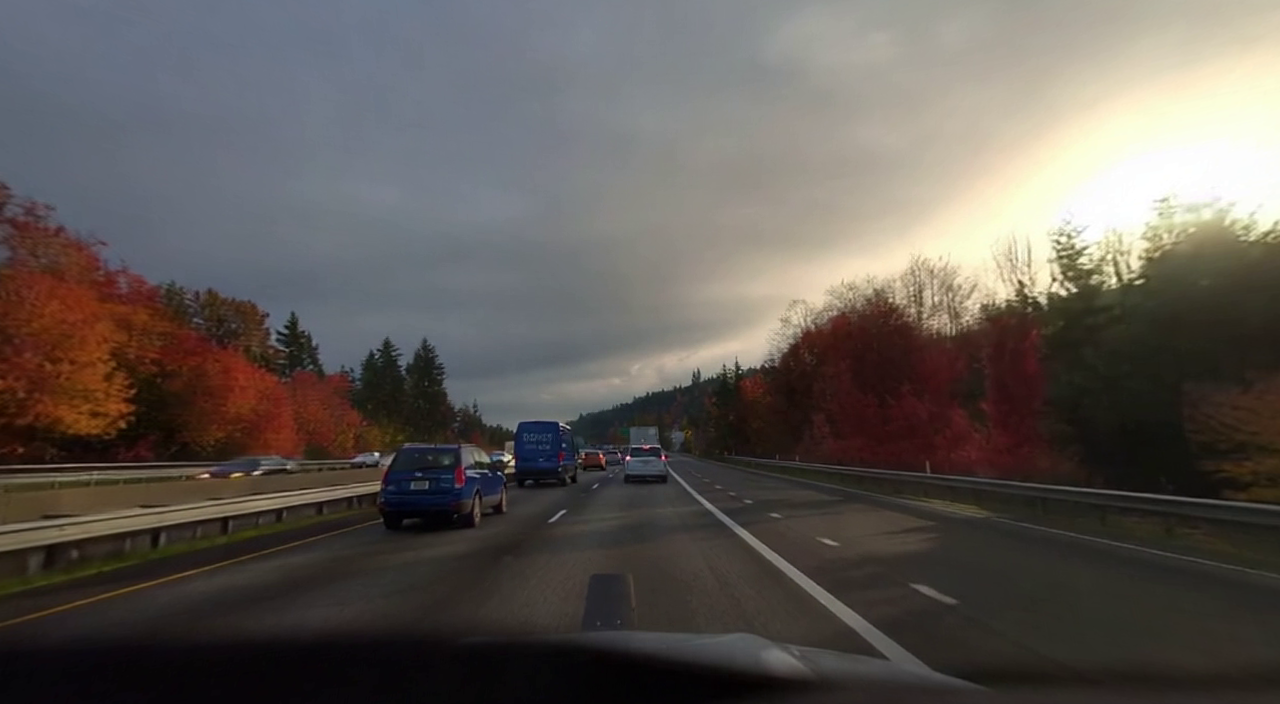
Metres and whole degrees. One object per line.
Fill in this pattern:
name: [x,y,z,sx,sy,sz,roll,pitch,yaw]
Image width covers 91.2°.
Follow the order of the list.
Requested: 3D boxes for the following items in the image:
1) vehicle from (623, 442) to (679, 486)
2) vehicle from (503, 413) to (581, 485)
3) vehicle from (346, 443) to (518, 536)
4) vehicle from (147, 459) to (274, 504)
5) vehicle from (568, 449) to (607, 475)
vehicle: [0.444,4.689,26.409,2.195,1.679,4.070,0,-9,0]
vehicle: [-3.992,4.129,26.757,2.275,2.692,5.810,0,-9,1]
vehicle: [-3.781,2.550,12.257,1.977,1.485,3.973,0,-9,0]
vehicle: [-17.104,5.155,25.276,1.889,1.537,4.361,-1,-9,2]
vehicle: [-3.252,6.923,39.656,2.015,1.496,4.312,0,-9,1]
